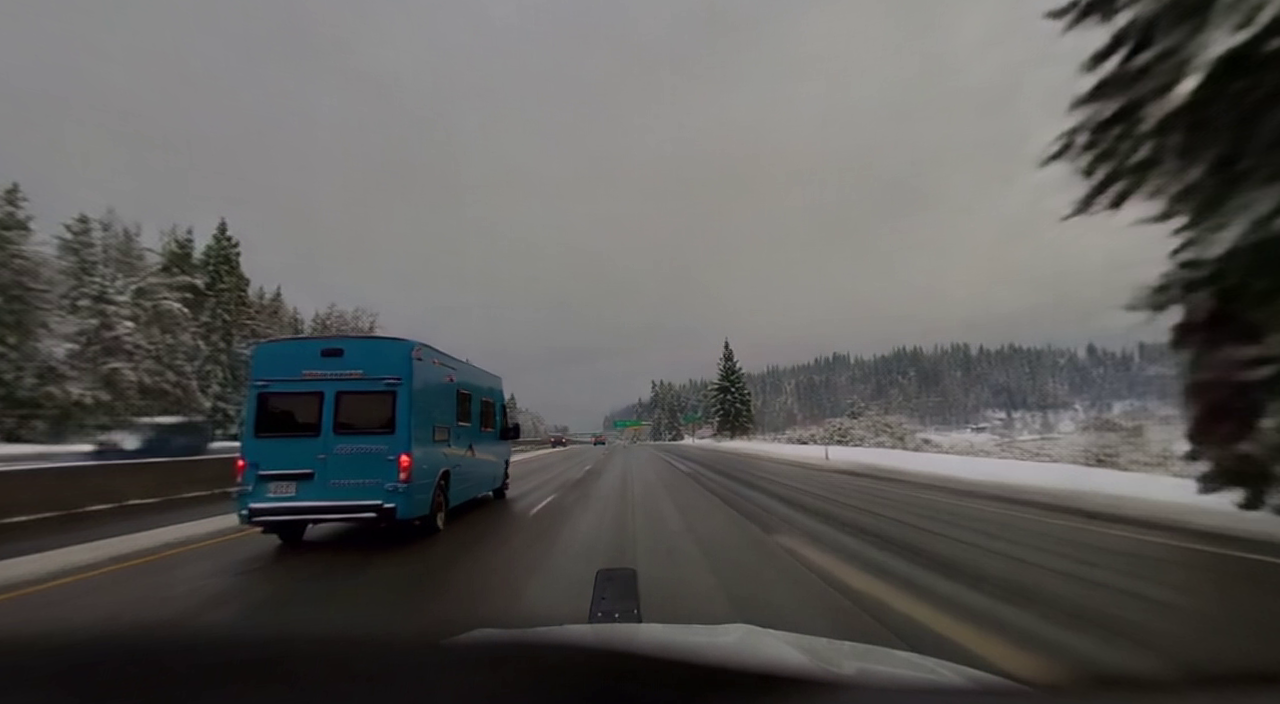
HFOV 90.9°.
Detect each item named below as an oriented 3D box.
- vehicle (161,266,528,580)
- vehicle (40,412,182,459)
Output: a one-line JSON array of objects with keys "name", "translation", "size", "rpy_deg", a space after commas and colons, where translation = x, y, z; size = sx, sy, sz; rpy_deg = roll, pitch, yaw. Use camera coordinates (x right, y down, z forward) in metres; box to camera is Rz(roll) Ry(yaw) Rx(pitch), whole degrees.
[{"name": "vehicle", "translation": [-3.810, 1.130, 10.474], "size": [2.676, 3.269, 7.388], "rpy_deg": [-2, -6, -1]}, {"name": "vehicle", "translation": [-23.153, 3.681, 27.910], "size": [1.999, 1.870, 4.922], "rpy_deg": [0, -7, 0]}]
